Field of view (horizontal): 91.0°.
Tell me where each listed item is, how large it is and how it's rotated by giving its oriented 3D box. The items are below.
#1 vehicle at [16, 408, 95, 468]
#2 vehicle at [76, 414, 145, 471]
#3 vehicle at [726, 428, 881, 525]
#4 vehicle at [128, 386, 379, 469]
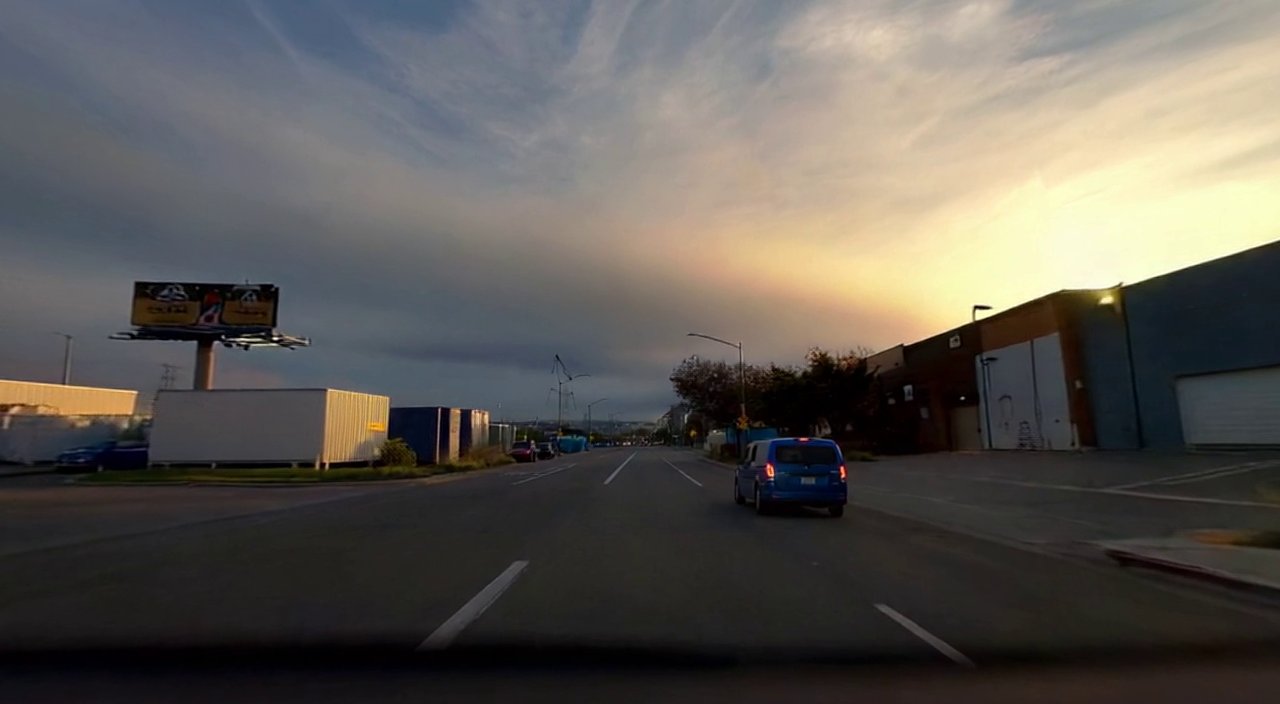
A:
[{"bbox_3d":[-42.363,6.343,45.946,2.814,3.937,8.351,6,-10,-35],"label":"vehicle"},{"bbox_3d":[-33.926,5.849,40.578,2.841,3.355,7.180,7,-11,-37],"label":"vehicle"},{"bbox_3d":[3.433,2.730,14.413,2.202,1.822,4.826,0,-9,0],"label":"vehicle"},{"bbox_3d":[-19.821,4.000,32.909,10.797,4.039,3.044,1,-9,-1],"label":"vehicle"}]
